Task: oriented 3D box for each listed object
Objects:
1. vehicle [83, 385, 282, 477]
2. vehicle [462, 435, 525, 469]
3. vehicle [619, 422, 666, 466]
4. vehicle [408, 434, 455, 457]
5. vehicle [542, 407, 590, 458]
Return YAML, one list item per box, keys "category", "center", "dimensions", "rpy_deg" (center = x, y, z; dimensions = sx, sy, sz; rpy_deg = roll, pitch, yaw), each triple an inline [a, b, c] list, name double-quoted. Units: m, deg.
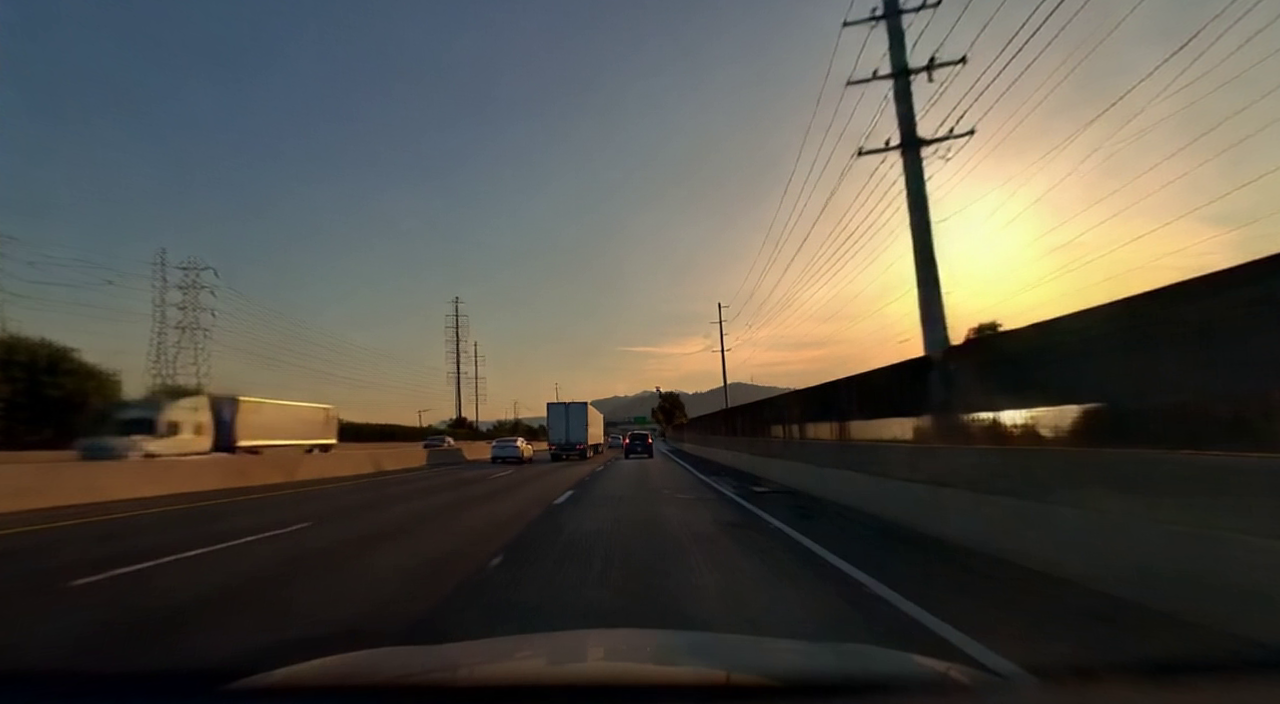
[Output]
- category: "vehicle"
  center: [-19.370, 3.515, 27.623]
  dimensions: [2.798, 3.444, 7.712]
  rpy_deg: [0, -8, 0]
- category: "vehicle"
  center: [-7.121, 4.899, 31.166]
  dimensions: [2.004, 1.545, 4.513]
  rpy_deg: [0, -8, 1]
- category: "vehicle"
  center: [0.137, 4.919, 33.689]
  dimensions: [2.358, 2.144, 4.713]
  rpy_deg: [0, -8, 0]
- category: "vehicle"
  center: [-16.361, 7.369, 49.736]
  dimensions: [1.972, 1.723, 4.983]
  rpy_deg: [0, -8, 0]
- category: "vehicle"
  center: [-3.746, 4.154, 32.392]
  dimensions: [2.178, 2.522, 2.054]
  rpy_deg: [0, -8, 1]
